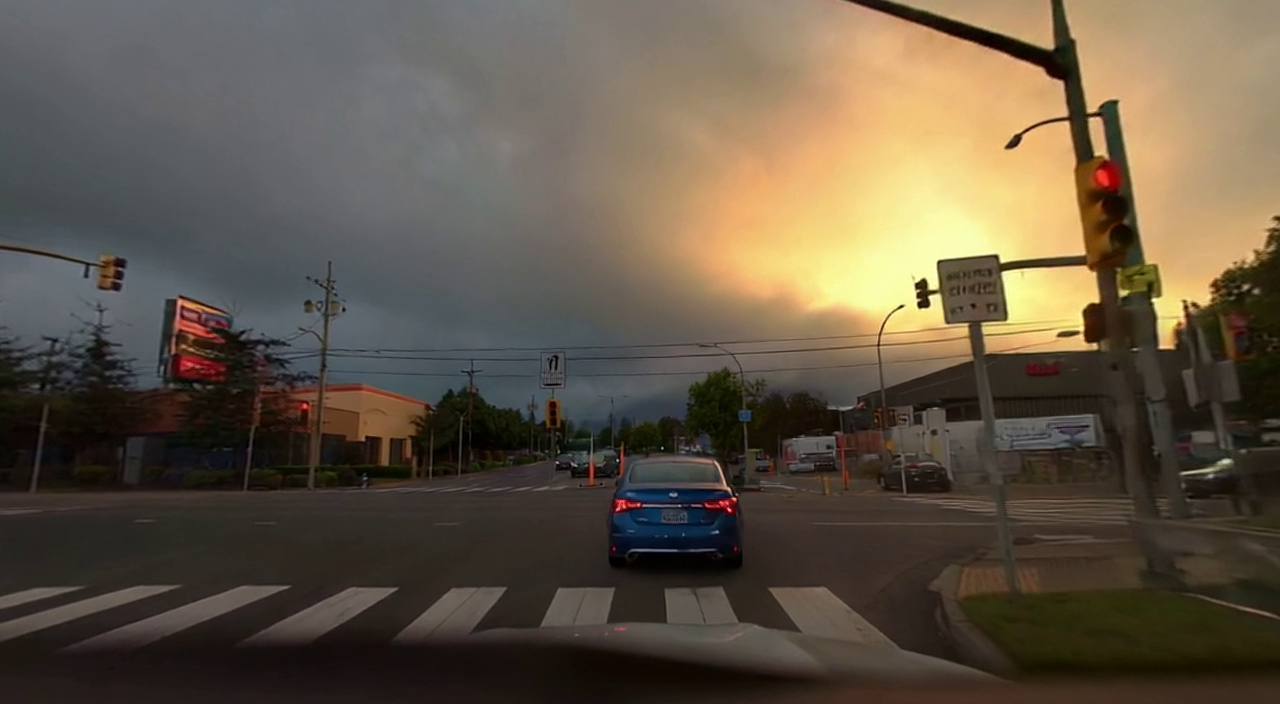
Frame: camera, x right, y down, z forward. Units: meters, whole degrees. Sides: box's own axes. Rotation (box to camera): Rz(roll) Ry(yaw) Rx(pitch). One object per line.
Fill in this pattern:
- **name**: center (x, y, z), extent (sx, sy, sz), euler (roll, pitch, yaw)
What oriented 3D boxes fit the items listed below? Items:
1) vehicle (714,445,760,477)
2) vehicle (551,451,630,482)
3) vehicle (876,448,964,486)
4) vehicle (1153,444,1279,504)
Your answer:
- **vehicle**: center (6.692, 7.491, 43.557), extent (1.491, 2.041, 2.964), euler (6, -10, -33)
- **vehicle**: center (-2.744, 6.303, 35.001), extent (3.991, 1.526, 1.868), euler (-5, -9, 31)
- **vehicle**: center (12.183, 5.117, 27.752), extent (1.922, 1.529, 3.964), euler (1, -12, -1)
- **vehicle**: center (16.682, 3.265, 17.119), extent (3.876, 1.512, 1.784), euler (0, -8, -1)
